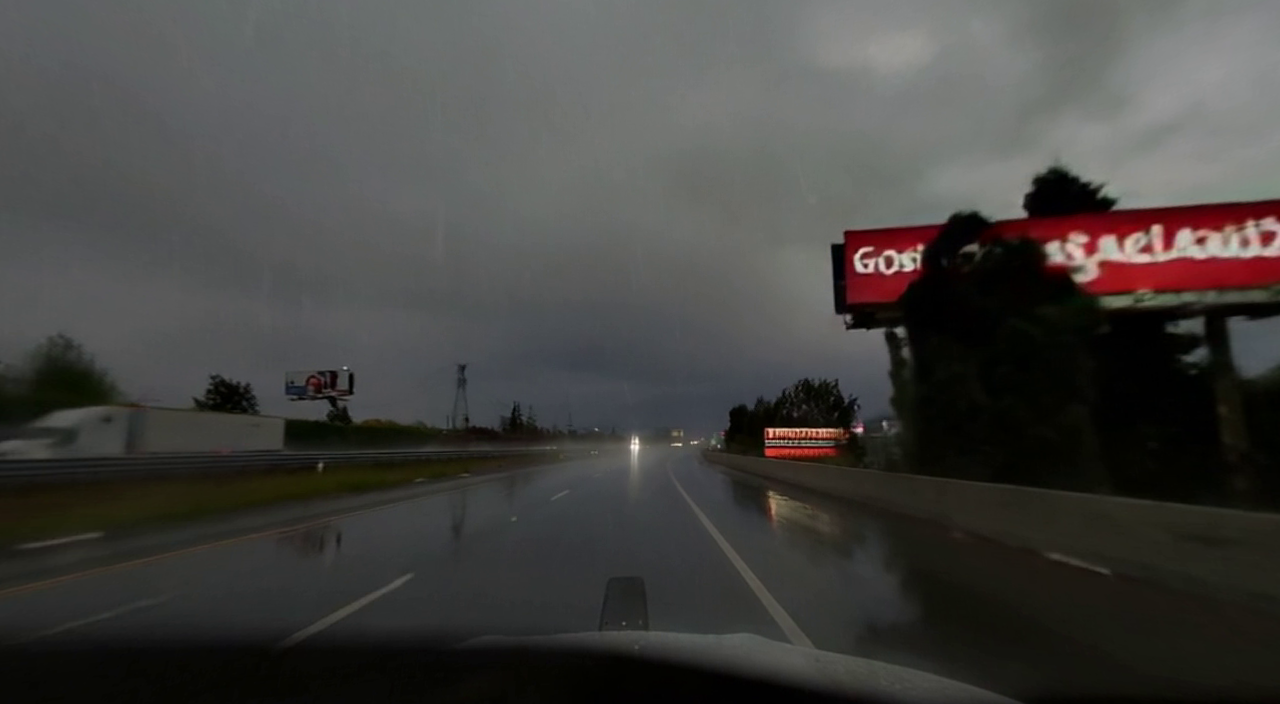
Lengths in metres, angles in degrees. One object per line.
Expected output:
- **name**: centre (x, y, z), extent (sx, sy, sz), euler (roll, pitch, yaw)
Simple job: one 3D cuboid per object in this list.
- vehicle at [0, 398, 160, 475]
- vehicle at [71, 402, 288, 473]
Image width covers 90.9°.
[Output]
- **vehicle**: centre (-32.388, 4.943, 36.635), extent (3.016, 4.003, 7.217), euler (-1, -8, 2)
- **vehicle**: centre (-32.176, 6.334, 46.040), extent (2.927, 4.224, 16.633), euler (-1, -8, 2)
